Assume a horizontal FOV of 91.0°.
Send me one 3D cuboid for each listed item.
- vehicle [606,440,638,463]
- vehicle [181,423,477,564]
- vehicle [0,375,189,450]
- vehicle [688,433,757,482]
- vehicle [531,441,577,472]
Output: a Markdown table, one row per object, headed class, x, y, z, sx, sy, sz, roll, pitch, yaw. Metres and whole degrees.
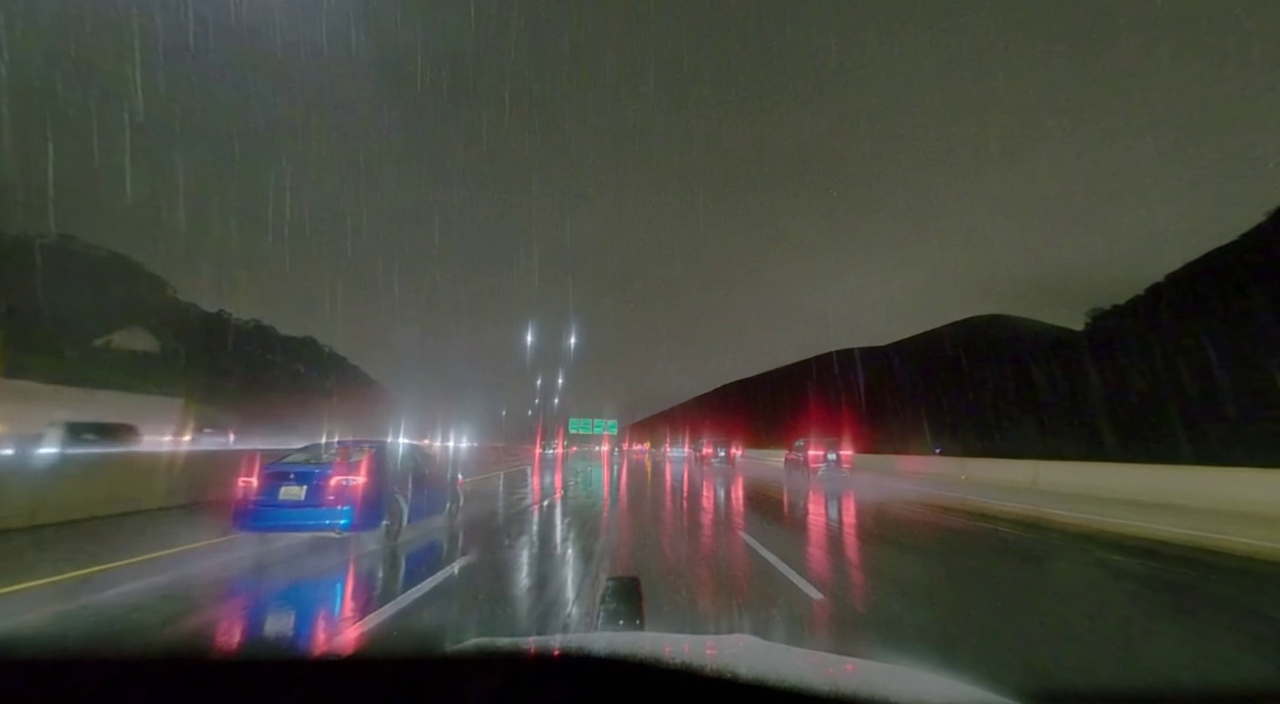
| class | x | y | z | sx | sy | sz | roll | pitch | yaw |
| --- | --- | --- | --- | --- | --- | --- | --- | --- | --- |
| vehicle | -1.240 | 7.141 | 45.246 | 2.147 | 1.572 | 4.094 | 0 | -9 | 0 |
| vehicle | -3.963 | 1.867 | 9.056 | 1.993 | 1.500 | 4.248 | 0 | -9 | 1 |
| vehicle | -36.202 | 4.186 | 40.180 | 2.975 | 3.991 | 16.880 | 1 | -9 | -2 |
| vehicle | 3.299 | 4.351 | 26.179 | 2.222 | 1.820 | 4.733 | 0 | -9 | 0 |
| vehicle | -4.345 | 5.336 | 32.322 | 1.796 | 1.464 | 3.839 | 0 | -9 | 0 |
